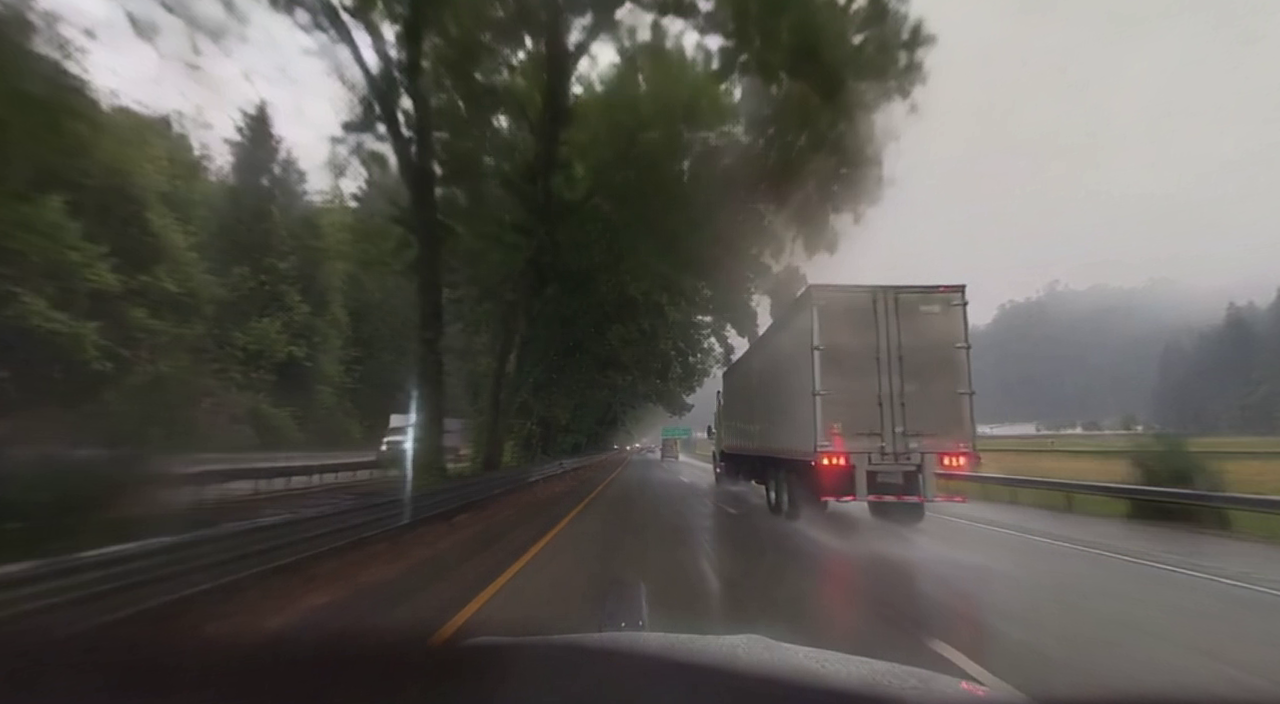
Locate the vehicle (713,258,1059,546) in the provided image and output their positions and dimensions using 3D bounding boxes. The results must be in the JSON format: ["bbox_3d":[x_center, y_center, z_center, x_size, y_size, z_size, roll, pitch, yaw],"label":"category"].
[{"bbox_3d":[4.127,1.668,15.372,2.950,4.033,13.276,0,-9,-1],"label":"vehicle"}]
